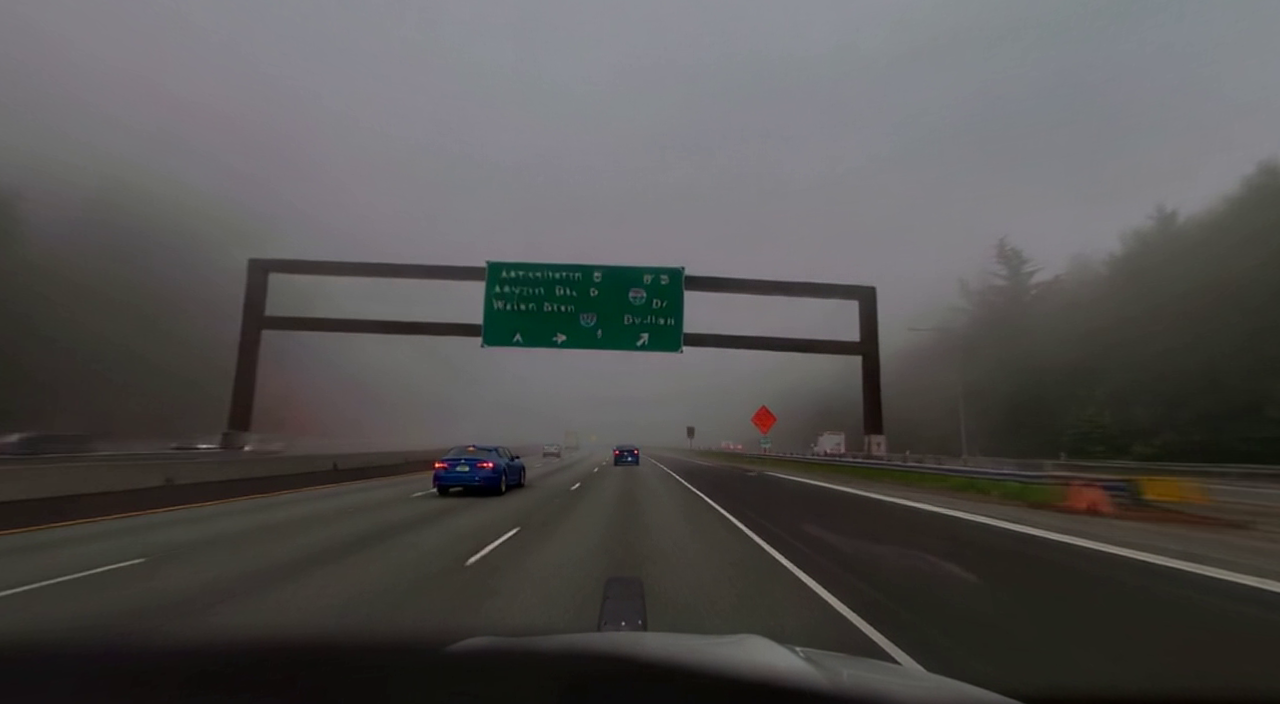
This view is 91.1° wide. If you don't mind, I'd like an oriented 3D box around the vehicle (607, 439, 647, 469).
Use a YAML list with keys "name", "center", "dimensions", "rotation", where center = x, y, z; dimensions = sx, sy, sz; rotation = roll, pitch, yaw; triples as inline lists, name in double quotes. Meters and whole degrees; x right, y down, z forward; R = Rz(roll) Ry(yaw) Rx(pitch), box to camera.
- name: "vehicle"
  center: [-0.713, 5.398, 33.437]
  dimensions: [1.963, 1.462, 4.681]
  rotation: [0, -8, -1]

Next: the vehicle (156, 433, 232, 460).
- name: "vehicle"
  center: [-29.952, 6.334, 42.325]
  dimensions: [1.912, 1.707, 4.472]
  rotation: [0, -8, -2]

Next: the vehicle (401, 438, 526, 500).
- name: "vehicle"
  center: [-4.422, 2.987, 16.530]
  dimensions: [2.001, 1.415, 4.360]
  rotation: [0, -8, 0]
